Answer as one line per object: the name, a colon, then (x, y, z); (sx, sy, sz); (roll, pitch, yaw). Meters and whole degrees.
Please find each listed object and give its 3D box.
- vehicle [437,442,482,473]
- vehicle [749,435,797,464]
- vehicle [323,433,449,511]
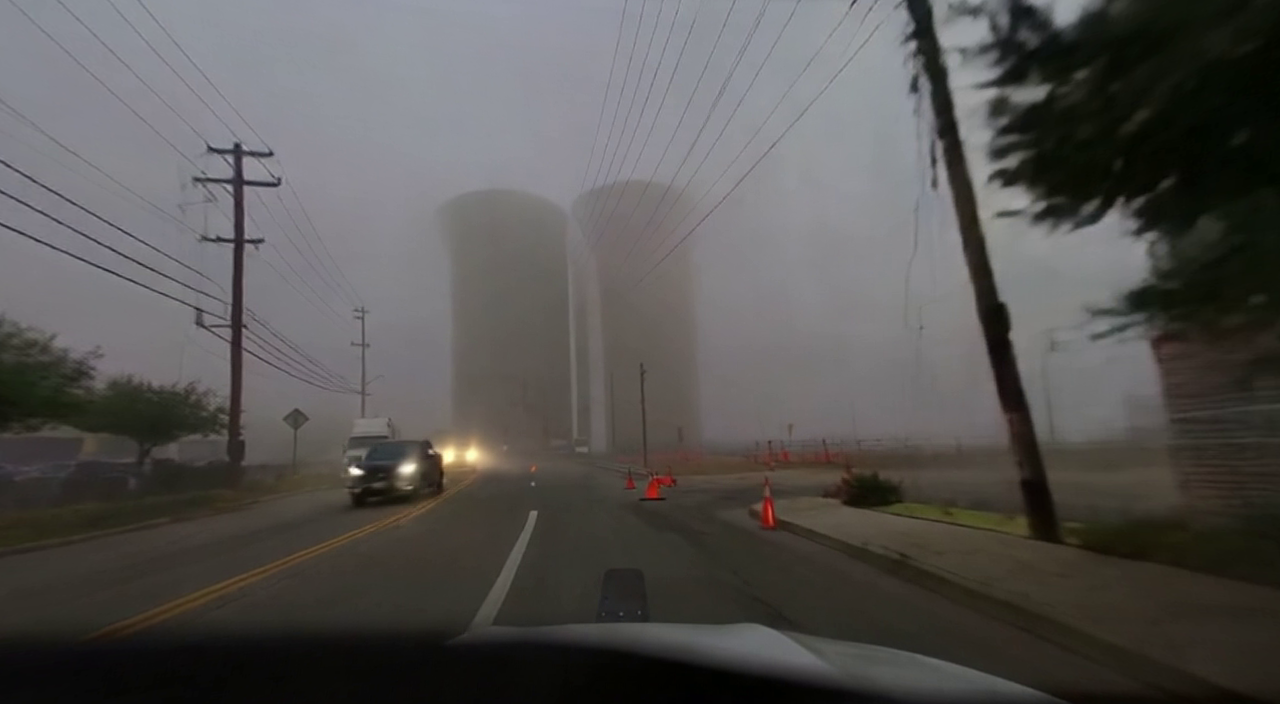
vehicle: (-11.215, 6.570, 39.604); (2.282, 1.809, 5.297); (2, -9, -12)
vehicle: (7.274, 5.396, 34.939); (1.829, 1.487, 4.352); (0, -8, 2)
vehicle: (-6.594, 3.122, 17.024); (2.079, 1.770, 4.684); (1, -9, -9)
